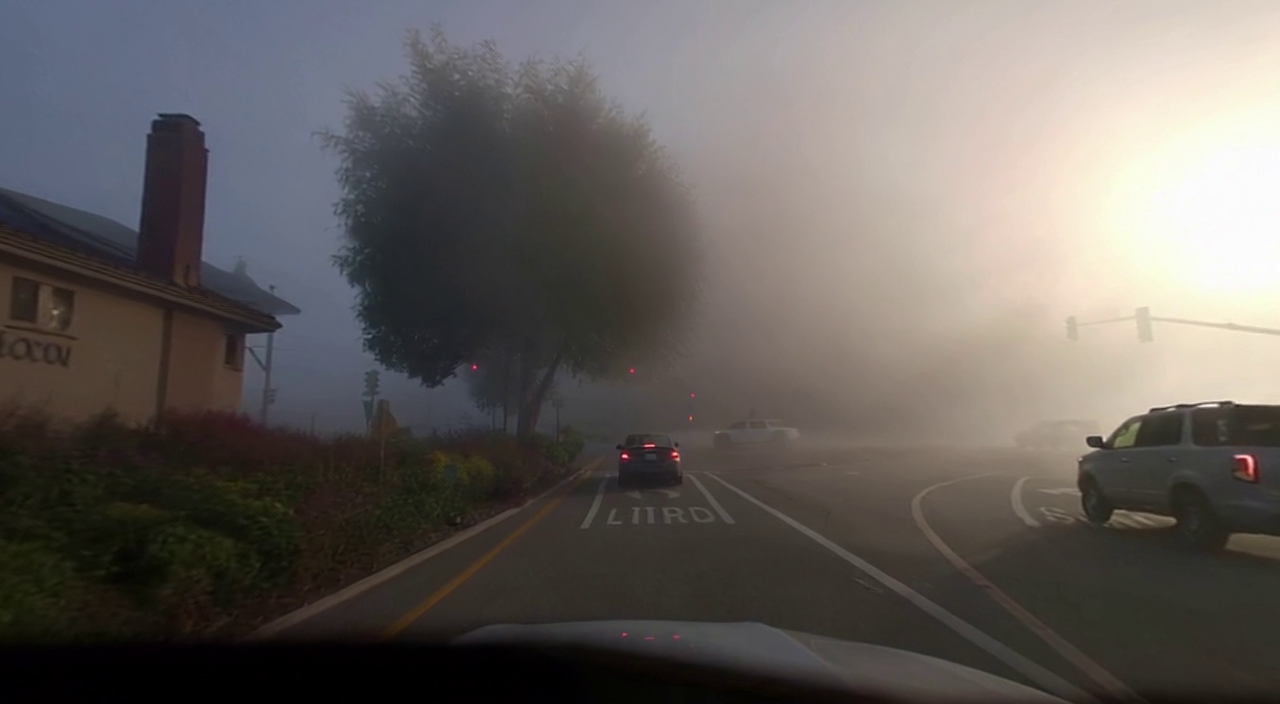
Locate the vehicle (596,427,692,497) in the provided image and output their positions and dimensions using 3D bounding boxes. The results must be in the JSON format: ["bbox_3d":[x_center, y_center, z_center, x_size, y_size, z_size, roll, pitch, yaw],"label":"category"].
[{"bbox_3d":[0.101,2.682,15.769,2.056,1.473,4.380,0,-8,0],"label":"vehicle"}]

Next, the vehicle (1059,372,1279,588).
[{"bbox_3d":[7.197,1.414,7.672,2.084,1.870,5.068,-3,-9,18],"label":"vehicle"}]

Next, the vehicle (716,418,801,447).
[{"bbox_3d":[9.111,6.296,48.996,6.261,2.166,1.947,-1,-8,4],"label":"vehicle"}]

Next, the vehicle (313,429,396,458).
[{"bbox_3d":[-17.522,5.619,38.796,4.200,1.639,1.844,-1,-8,1],"label":"vehicle"}]
